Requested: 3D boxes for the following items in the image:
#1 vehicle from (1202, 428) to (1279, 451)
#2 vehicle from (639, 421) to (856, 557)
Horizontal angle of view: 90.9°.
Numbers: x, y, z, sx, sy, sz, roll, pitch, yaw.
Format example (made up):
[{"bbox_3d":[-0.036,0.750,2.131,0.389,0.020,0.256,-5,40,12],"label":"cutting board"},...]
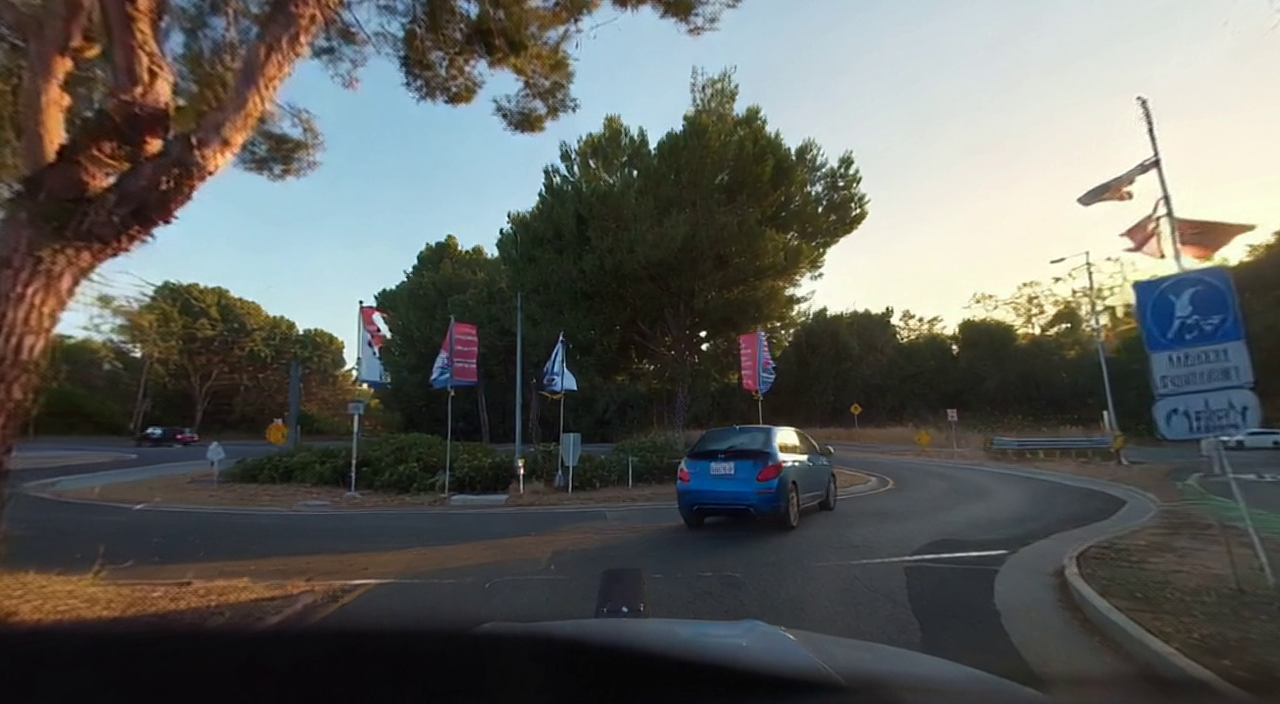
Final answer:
[{"bbox_3d":[44.131,6.433,46.071,4.045,1.569,1.781,-2,-9,10],"label":"vehicle"},{"bbox_3d":[1.874,1.991,9.836,2.078,1.607,4.010,-5,-10,29],"label":"vehicle"}]
